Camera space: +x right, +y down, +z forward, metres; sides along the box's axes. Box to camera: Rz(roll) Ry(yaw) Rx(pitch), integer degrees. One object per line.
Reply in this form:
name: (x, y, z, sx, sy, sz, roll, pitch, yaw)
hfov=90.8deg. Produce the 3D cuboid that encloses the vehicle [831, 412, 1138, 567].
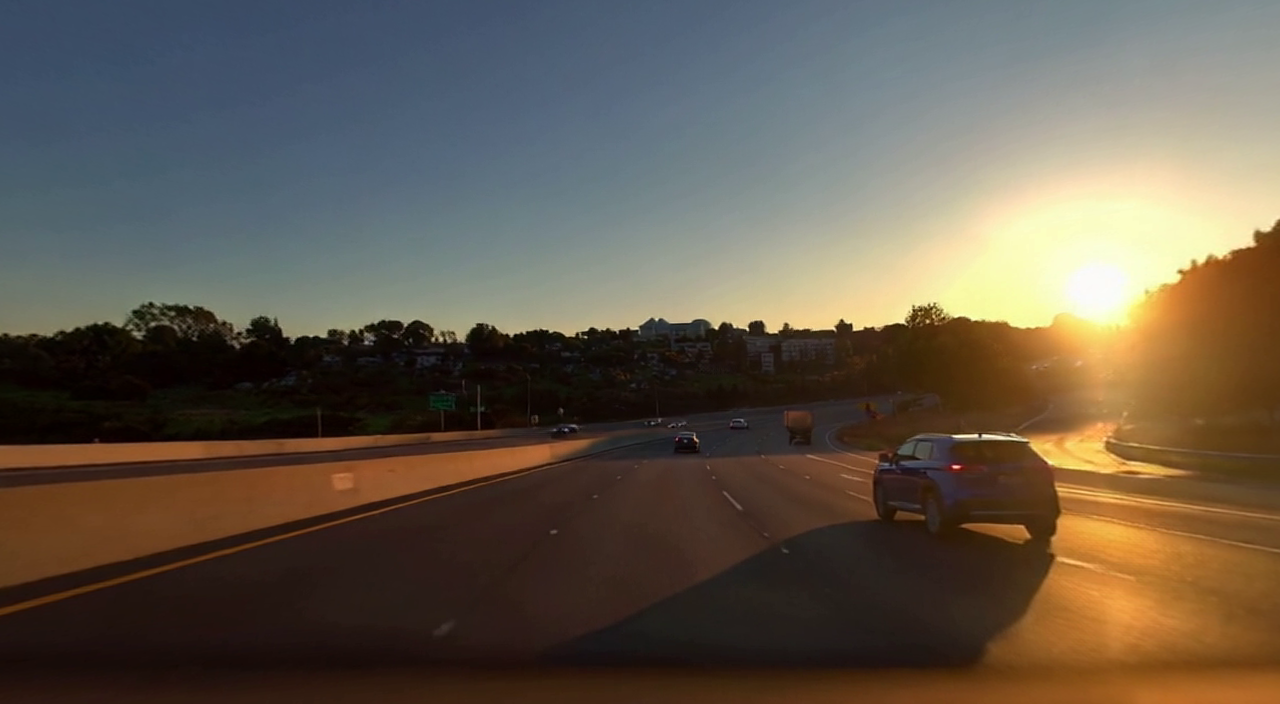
vehicle: (4.404, 1.816, 9.091, 2.097, 1.659, 4.320, 0, -9, 2)

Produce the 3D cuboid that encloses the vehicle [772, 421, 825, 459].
vehicle: (10.053, 5.684, 40.635, 2.526, 2.230, 6.190, -1, -9, 7)

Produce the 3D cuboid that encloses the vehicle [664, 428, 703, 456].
vehicle: (2.950, 6.001, 42.055, 2.181, 1.768, 4.383, -1, -9, 8)
